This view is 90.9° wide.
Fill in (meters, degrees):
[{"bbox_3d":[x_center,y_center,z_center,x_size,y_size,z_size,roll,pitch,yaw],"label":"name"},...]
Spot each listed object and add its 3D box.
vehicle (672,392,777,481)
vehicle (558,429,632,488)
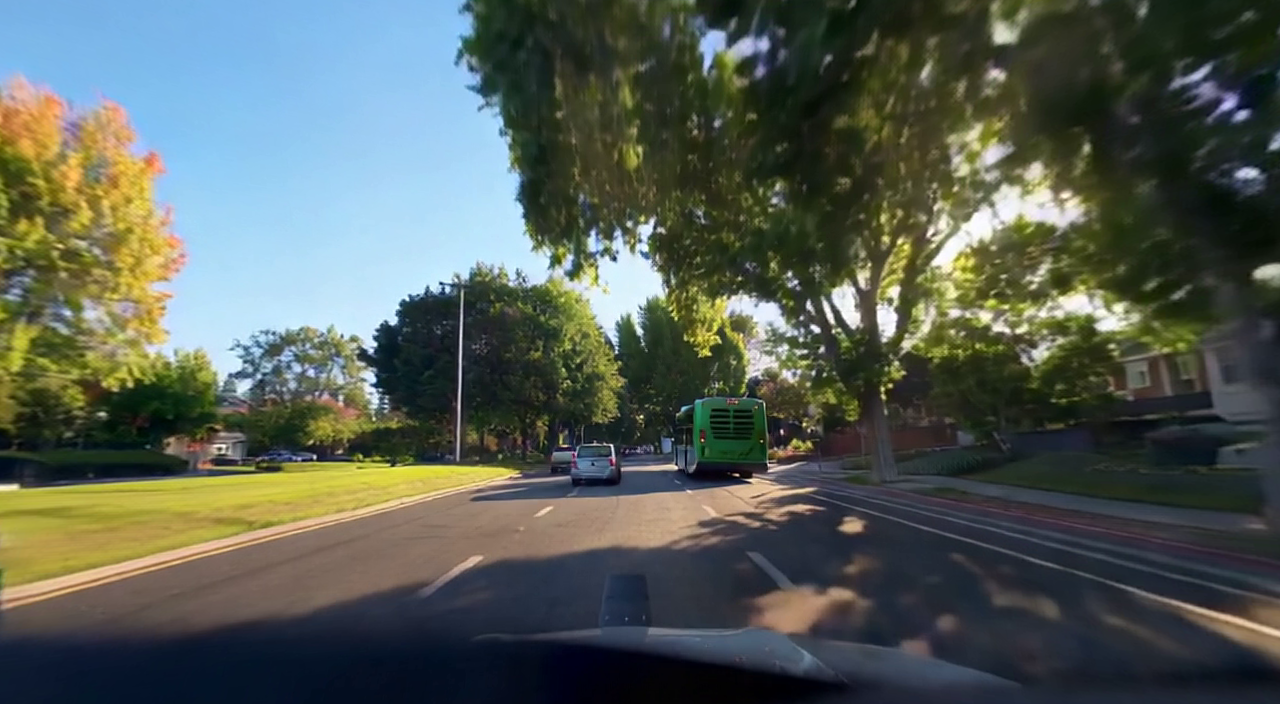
[{"bbox_3d":[3.385,4.030,29.346,3.059,3.264,12.623,0,-9,0],"label":"vehicle"},{"bbox_3d":[-1.452,3.763,22.593,2.074,1.849,5.137,0,-9,2],"label":"vehicle"}]
